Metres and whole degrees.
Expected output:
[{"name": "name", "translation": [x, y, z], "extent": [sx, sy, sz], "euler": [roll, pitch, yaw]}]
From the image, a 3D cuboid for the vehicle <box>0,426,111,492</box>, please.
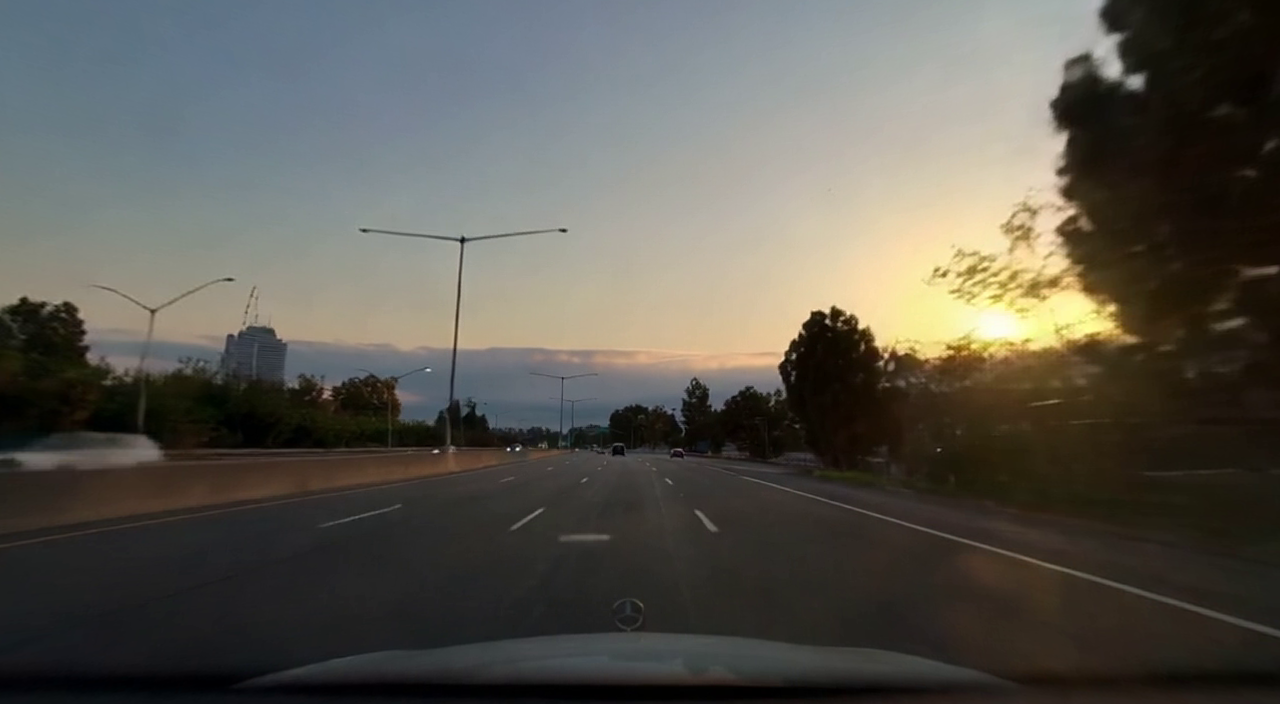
[{"name": "vehicle", "translation": [-16.396, 2.715, 16.251], "extent": [2.215, 1.569, 3.866], "euler": [1, -8, -2]}]
